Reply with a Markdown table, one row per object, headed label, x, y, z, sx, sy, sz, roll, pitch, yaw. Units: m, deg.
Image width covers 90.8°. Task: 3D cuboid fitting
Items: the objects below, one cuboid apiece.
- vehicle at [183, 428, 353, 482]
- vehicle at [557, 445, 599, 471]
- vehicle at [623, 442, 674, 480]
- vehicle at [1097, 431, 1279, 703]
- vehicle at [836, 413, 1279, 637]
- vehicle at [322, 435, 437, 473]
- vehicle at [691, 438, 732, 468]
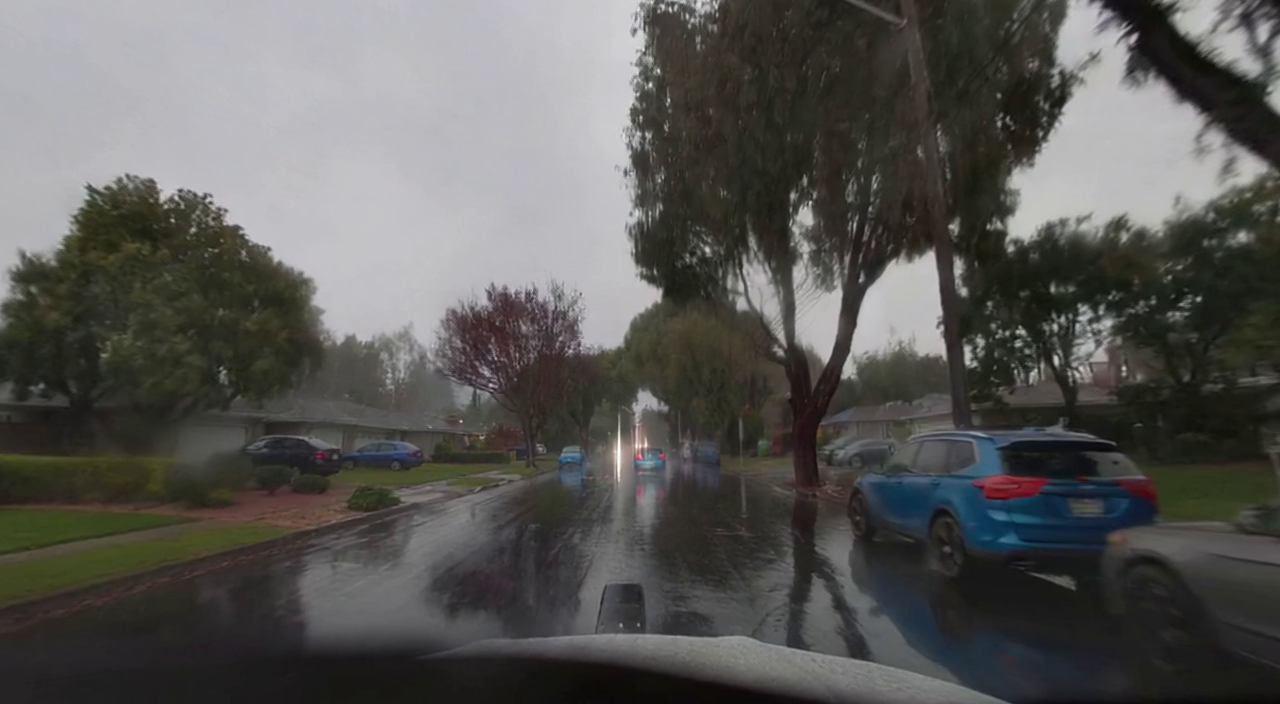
| label | x | y | z | sx | sy | sz | roll | pitch | yaw |
| --- | --- | --- | --- | --- | --- | --- | --- | --- | --- |
| vehicle | -12.491 | 3.469 | 21.452 | 4.510 | 1.728 | 1.997 | -1 | -8 | 3 |
| vehicle | -4.097 | 7.047 | 42.356 | 1.984 | 1.498 | 4.508 | -3 | -8 | 4 |
| vehicle | 0.410 | 4.538 | 26.502 | 2.000 | 1.449 | 4.006 | 0 | -8 | 2 |
| vehicle | 3.827 | 0.927 | 1.655 | 1.903 | 1.476 | 4.461 | 0 | -8 | 0 |
| vehicle | 4.002 | 1.646 | 7.148 | 2.048 | 1.671 | 4.649 | 0 | -8 | 0 |
| vehicle | -12.252 | 4.794 | 29.876 | 4.551 | 1.700 | 1.920 | -1 | -8 | 4 |
| vehicle | 4.877 | 6.980 | 43.916 | 2.221 | 1.960 | 4.927 | 0 | -8 | 0 |
